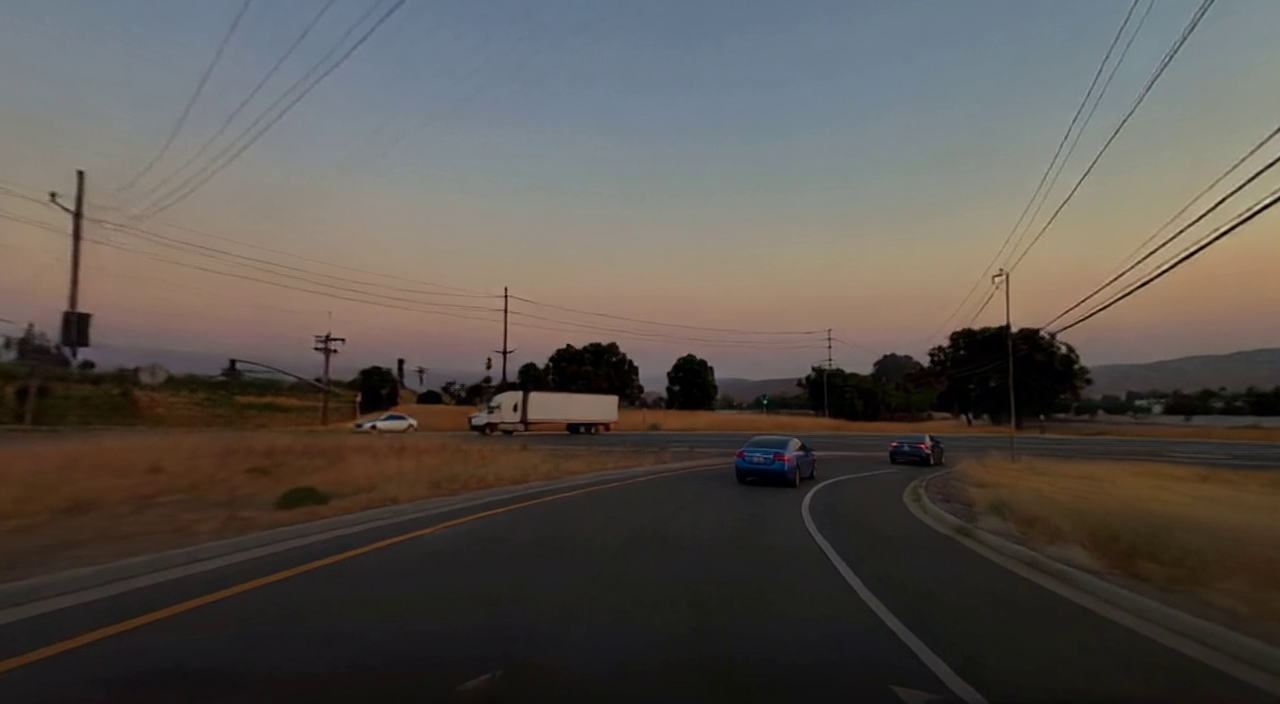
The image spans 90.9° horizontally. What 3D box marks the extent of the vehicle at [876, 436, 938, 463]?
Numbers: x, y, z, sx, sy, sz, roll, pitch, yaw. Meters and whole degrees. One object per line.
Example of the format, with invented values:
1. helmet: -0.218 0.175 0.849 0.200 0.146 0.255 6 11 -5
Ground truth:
1. vehicle: 15.805 5.723 37.213 1.836 1.465 4.307 -8 -12 44

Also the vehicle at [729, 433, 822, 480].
1. vehicle: 4.704 3.501 21.470 2.026 1.407 4.374 -4 -9 26

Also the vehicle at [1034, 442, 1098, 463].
1. vehicle: 31.655 7.436 46.834 4.102 1.552 1.931 4 -9 -23
